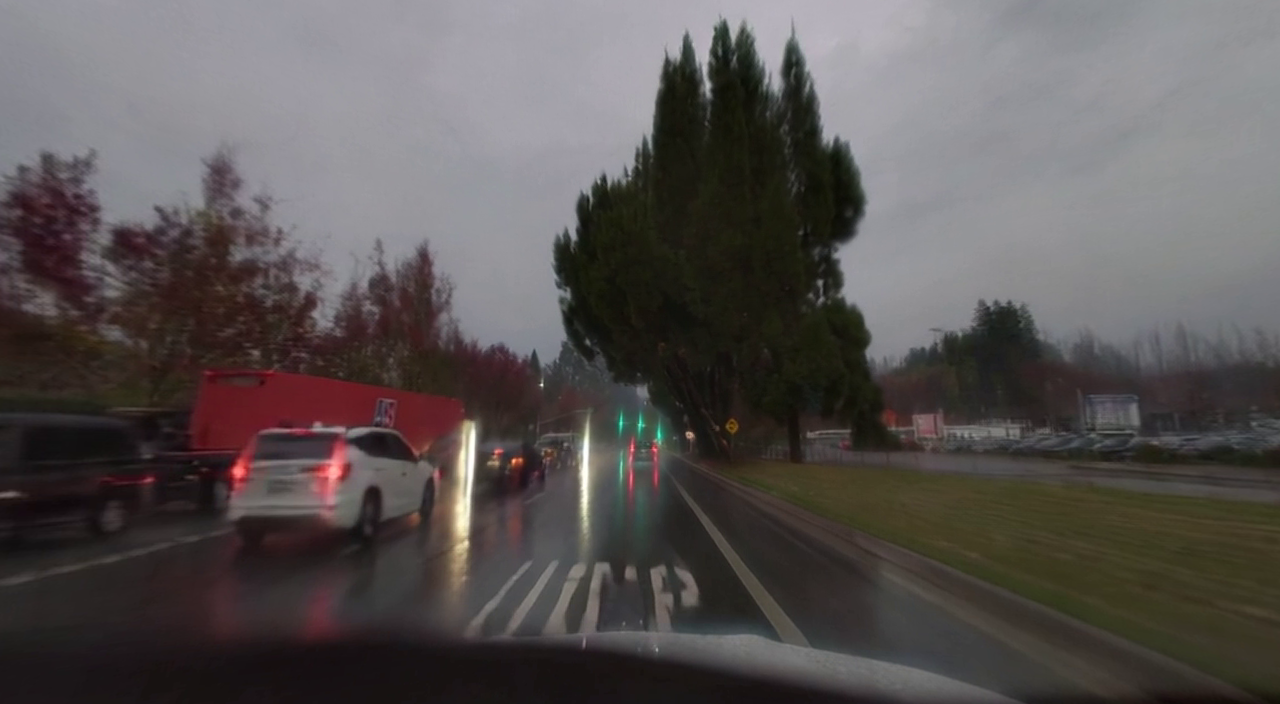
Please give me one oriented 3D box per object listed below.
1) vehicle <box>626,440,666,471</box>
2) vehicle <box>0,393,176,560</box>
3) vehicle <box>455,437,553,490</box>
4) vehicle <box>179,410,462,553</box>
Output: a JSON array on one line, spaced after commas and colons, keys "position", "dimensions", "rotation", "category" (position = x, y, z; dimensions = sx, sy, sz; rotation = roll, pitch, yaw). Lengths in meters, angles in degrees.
[{"position": [0.312, 5.206, 31.880], "dimensions": [1.875, 1.453, 3.888], "rotation": [-1, -8, 0], "category": "vehicle"}, {"position": [-8.060, 1.489, 7.222], "dimensions": [2.062, 1.820, 4.577], "rotation": [-5, -8, 1], "category": "vehicle"}, {"position": [-4.168, 3.497, 20.149], "dimensions": [2.121, 1.485, 4.363], "rotation": [-1, -8, 1], "category": "vehicle"}, {"position": [-4.560, 1.919, 10.025], "dimensions": [2.042, 1.713, 4.493], "rotation": [-1, -8, 1], "category": "vehicle"}]
